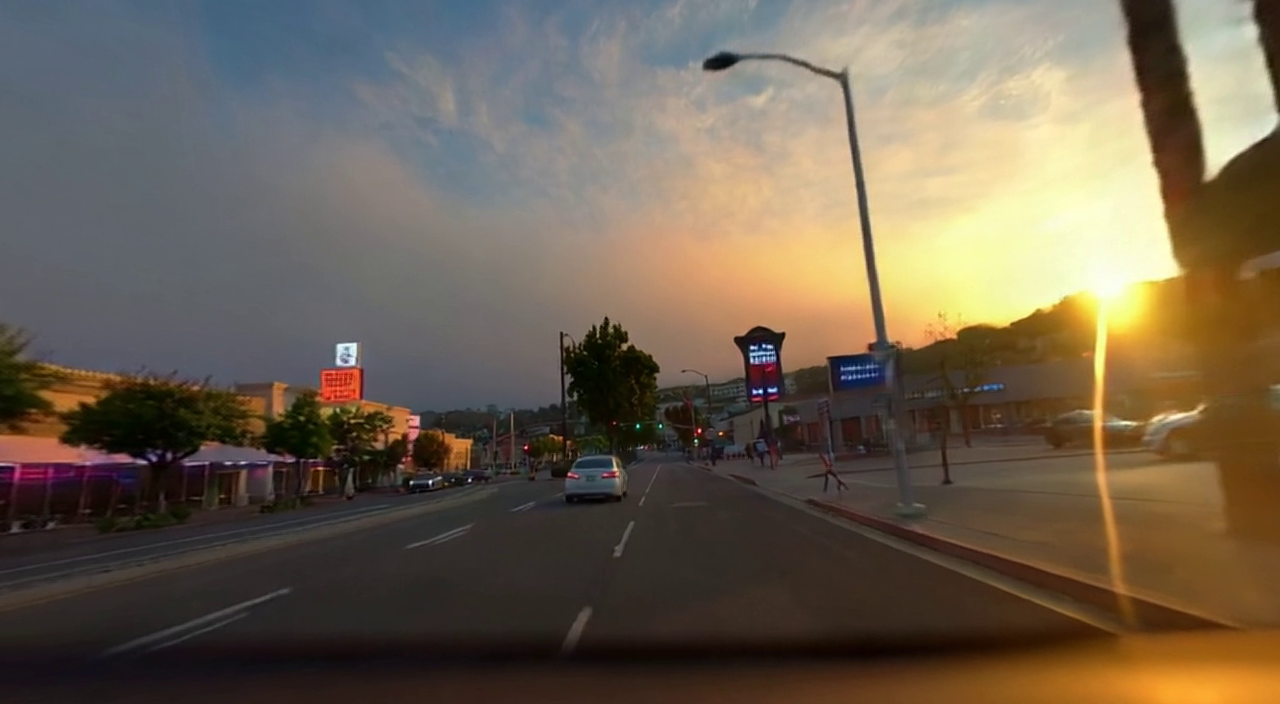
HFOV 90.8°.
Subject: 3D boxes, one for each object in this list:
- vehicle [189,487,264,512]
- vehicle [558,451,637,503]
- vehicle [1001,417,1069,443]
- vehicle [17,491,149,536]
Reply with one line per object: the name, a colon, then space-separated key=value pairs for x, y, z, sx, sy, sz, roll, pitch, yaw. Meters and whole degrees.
vehicle: x=-30.223 y=10.780 z=46.340 sx=1.817 sy=1.485 sz=4.436 roll=-2 pitch=-9 yaw=13
vehicle: x=-1.208 y=3.848 z=19.931 sx=1.977 sy=1.451 sz=4.032 roll=-1 pitch=-9 yaw=3
vehicle: x=27.573 y=5.543 z=44.305 sx=1.965 sy=1.693 sz=4.635 roll=-1 pitch=-8 yaw=3
vehicle: x=-27.964 y=8.076 z=31.962 sx=1.984 sy=1.726 sz=4.592 roll=-2 pitch=-9 yaw=13
